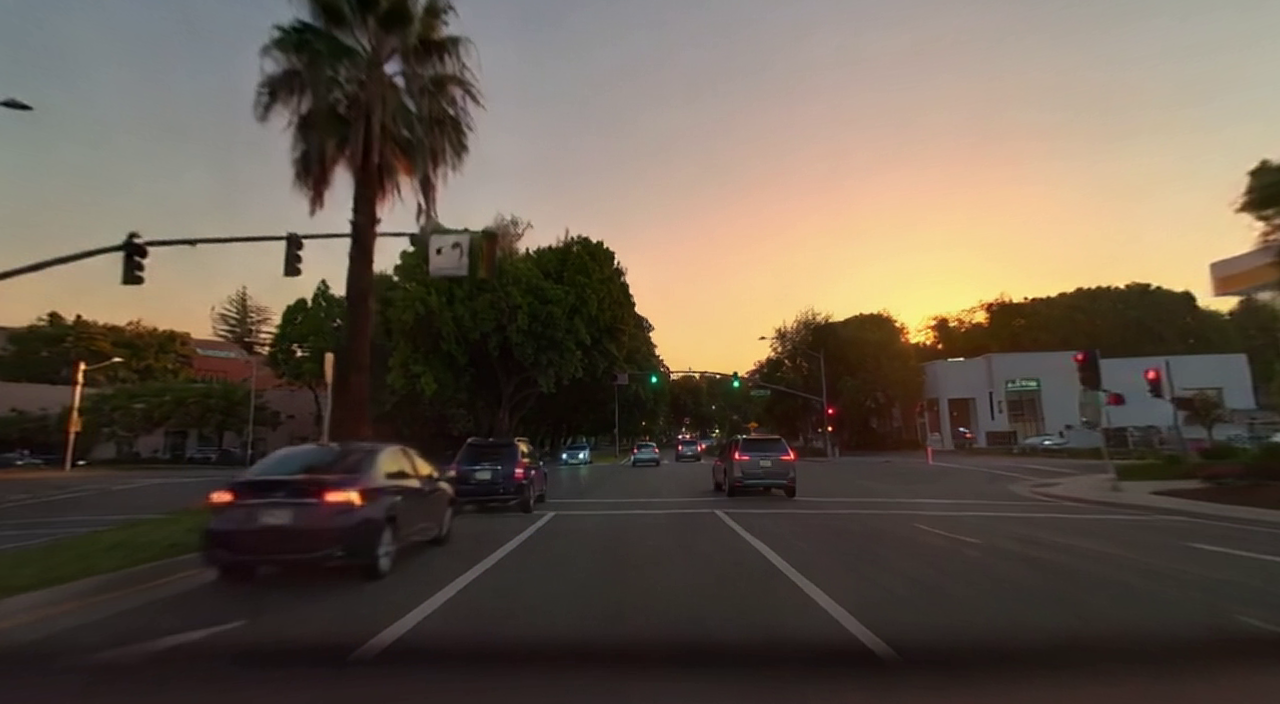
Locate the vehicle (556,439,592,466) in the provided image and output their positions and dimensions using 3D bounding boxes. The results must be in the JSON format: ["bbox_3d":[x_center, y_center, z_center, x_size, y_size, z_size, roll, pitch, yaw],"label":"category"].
[{"bbox_3d":[-5.010,7.707,48.320,2.126,1.790,4.332,4,-8,2],"label":"vehicle"}]

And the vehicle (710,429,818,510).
[{"bbox_3d":[2.958,2.884,15.909,1.872,1.752,3.896,0,-8,-1],"label":"vehicle"}]

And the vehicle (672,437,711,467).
[{"bbox_3d":[3.475,6.876,43.533,2.154,1.975,4.634,0,-8,-1],"label":"vehicle"}]

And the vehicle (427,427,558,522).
[{"bbox_3d":[-3.188,2.735,14.620,1.972,1.827,4.433,-1,-8,0],"label":"vehicle"}]

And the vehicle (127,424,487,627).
[{"bbox_3d":[-3.211,1.715,7.282,1.788,1.600,4.298,-1,-8,0],"label":"vehicle"}]

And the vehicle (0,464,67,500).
[{"bbox_3d":[-31.653,6.526,31.665,3.811,1.628,1.920,-1,-8,1],"label":"vehicle"}]

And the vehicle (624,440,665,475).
[{"bbox_3d":[0.214,5.449,32.790,1.991,1.664,3.814,0,-8,0],"label":"vehicle"}]
